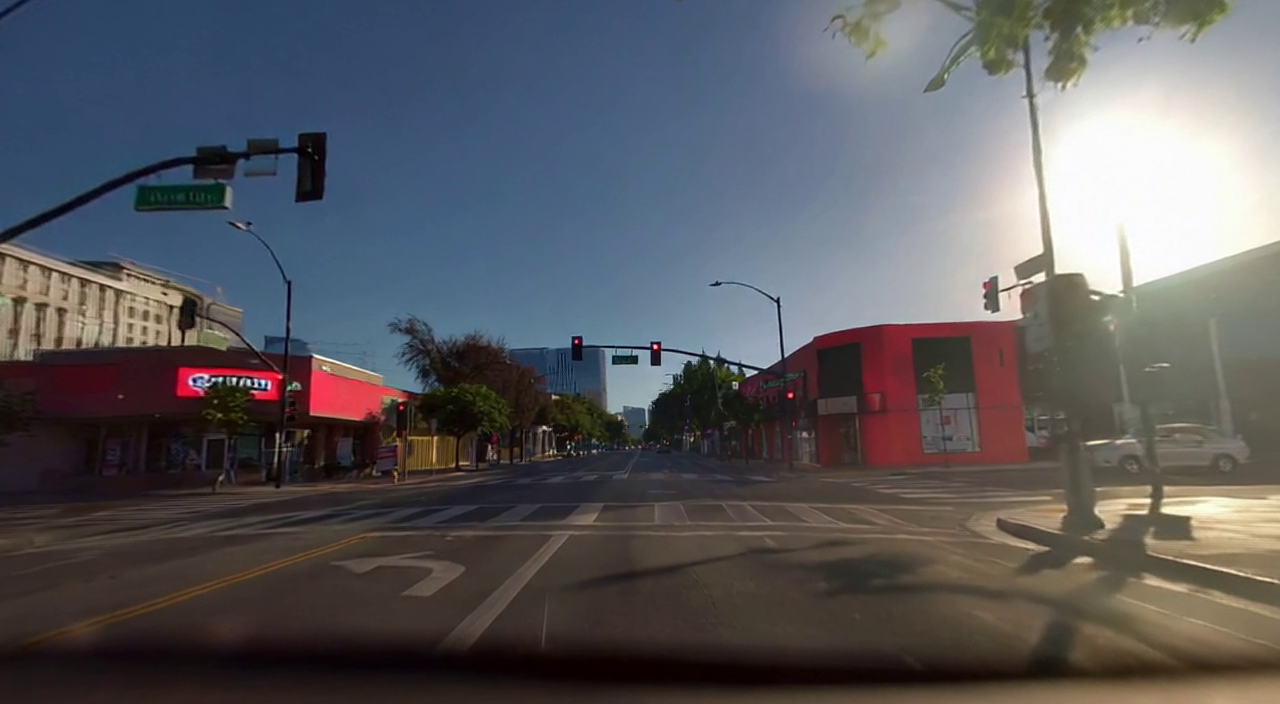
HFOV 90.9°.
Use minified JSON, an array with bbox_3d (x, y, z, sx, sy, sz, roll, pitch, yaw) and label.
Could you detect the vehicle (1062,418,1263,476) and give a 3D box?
[{"bbox_3d":[17.138,3.145,20.883,4.836,1.795,1.957,0,-9,0],"label":"vehicle"}]
